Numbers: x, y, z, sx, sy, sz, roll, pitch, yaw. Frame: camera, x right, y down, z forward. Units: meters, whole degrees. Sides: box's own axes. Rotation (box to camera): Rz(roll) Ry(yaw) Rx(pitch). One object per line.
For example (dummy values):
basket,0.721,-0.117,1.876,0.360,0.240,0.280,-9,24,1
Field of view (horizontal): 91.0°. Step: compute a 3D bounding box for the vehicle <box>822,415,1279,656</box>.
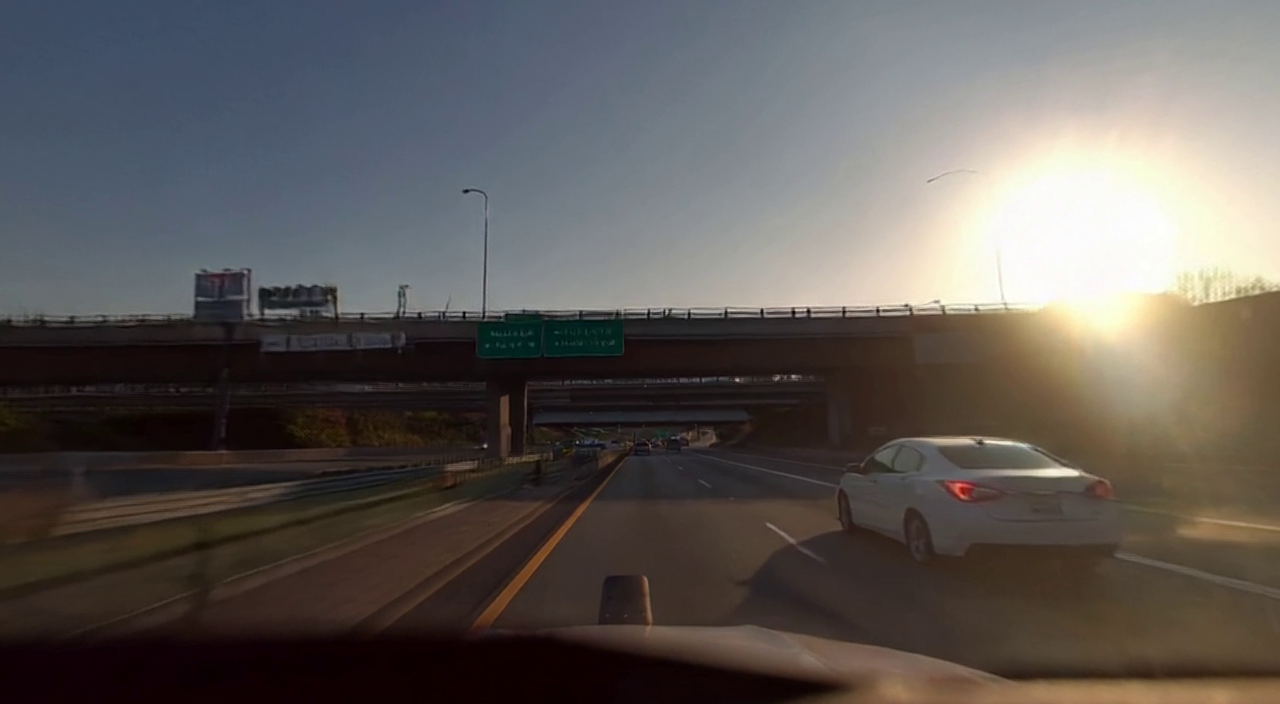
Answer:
vehicle,3.510,1.466,6.224,2.091,1.482,4.522,0,-8,0
